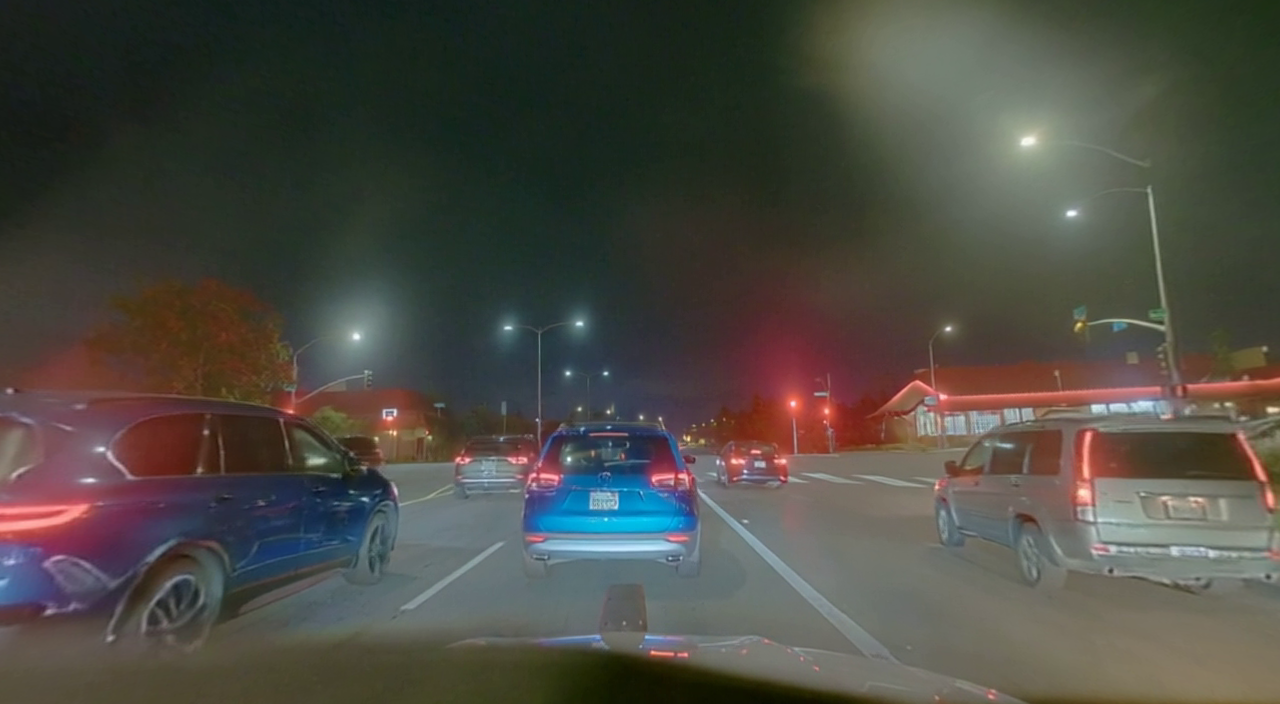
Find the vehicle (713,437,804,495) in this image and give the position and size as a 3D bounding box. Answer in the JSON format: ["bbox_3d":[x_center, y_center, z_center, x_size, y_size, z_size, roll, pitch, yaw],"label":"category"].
[{"bbox_3d":[3.438,3.377,19.025,1.847,1.554,3.885,0,-8,-2],"label":"vehicle"}]

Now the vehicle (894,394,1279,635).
[{"bbox_3d":[4.541,1.517,6.927,2.014,1.740,4.515,-1,-9,6],"label":"vehicle"}]

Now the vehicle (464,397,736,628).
[{"bbox_3d":[-0.229,1.496,6.815,2.022,1.700,4.084,0,-8,2],"label":"vehicle"}]

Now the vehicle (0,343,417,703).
[{"bbox_3d":[-3.472,1.155,4.521,2.047,1.741,4.470,0,-8,1],"label":"vehicle"}]
